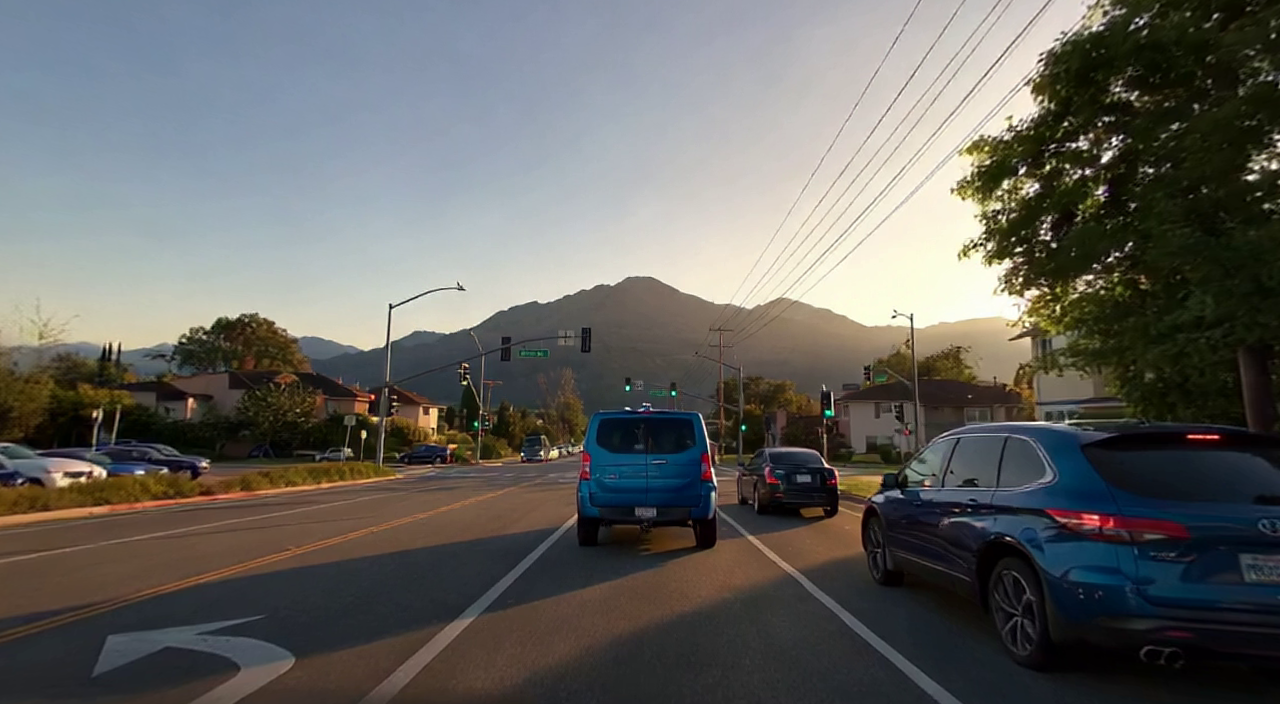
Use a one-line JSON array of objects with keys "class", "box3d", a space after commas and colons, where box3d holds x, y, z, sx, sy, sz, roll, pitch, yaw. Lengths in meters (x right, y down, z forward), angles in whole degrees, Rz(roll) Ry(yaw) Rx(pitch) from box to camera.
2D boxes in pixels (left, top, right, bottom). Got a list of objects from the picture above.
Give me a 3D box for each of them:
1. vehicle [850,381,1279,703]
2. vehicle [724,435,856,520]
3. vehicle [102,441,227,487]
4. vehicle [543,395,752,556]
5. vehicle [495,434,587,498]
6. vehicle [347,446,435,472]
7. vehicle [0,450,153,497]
[{"class": "vehicle", "box3d": [3.436, 1.278, 4.669, 2.155, 1.658, 4.721, 0, -8, 0]}, {"class": "vehicle", "box3d": [3.253, 2.801, 14.649, 1.957, 1.646, 4.355, 0, -8, 0]}, {"class": "vehicle", "box3d": [-20.424, 4.794, 27.391, 1.996, 1.809, 4.699, 1, -8, -4]}, {"class": "vehicle", "box3d": [0.063, 1.939, 10.599, 2.636, 2.011, 5.130, 0, -8, -1]}, {"class": "vehicle", "box3d": [-2.937, 3.494, 19.715, 2.059, 1.749, 4.458, 0, -8, 1]}, {"class": "vehicle", "box3d": [-15.511, 6.662, 39.341, 4.644, 1.533, 2.005, -1, -9, 9]}, {"class": "vehicle", "box3d": [-20.083, 4.218, 22.321, 1.830, 1.436, 4.771, 0, -9, 1]}]
